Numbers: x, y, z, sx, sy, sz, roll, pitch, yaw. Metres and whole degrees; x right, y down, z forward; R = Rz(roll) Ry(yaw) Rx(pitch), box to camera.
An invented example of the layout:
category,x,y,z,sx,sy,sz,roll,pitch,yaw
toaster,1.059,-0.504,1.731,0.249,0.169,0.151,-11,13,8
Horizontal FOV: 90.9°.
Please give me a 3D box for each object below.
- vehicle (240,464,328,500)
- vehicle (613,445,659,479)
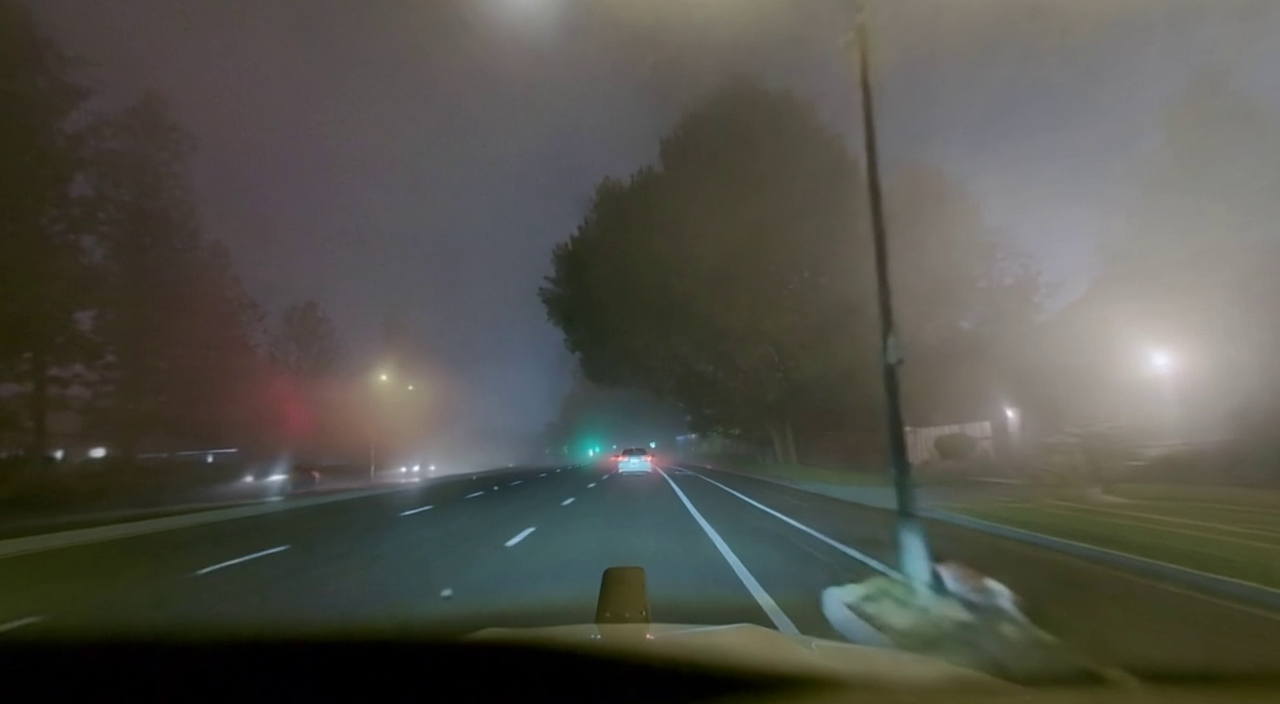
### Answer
category,x,y,z,sx,sy,sz,roll,pitch,yaw
vehicle,-17.147,6.264,30.617,1.824,1.471,4.117,0,-8,0
vehicle,-0.153,5.056,29.314,2.009,1.456,4.003,0,-8,1
